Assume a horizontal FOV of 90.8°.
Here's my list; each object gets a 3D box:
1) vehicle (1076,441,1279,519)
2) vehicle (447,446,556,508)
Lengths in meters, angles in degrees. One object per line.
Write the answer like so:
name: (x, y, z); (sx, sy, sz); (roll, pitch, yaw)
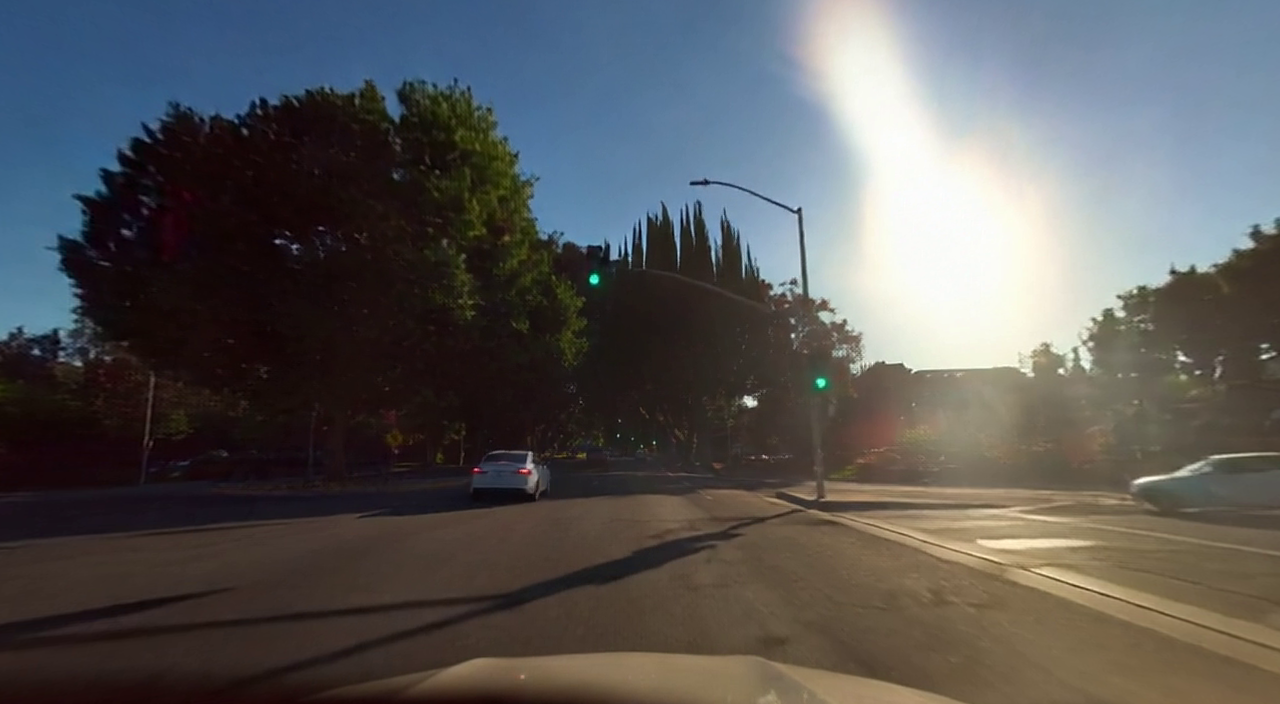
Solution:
vehicle: (12.098, 2.598, 13.164); (4.632, 1.473, 1.889); (0, -8, -3)
vehicle: (-3.597, 3.316, 17.333); (1.968, 1.459, 4.433); (0, -8, 0)
